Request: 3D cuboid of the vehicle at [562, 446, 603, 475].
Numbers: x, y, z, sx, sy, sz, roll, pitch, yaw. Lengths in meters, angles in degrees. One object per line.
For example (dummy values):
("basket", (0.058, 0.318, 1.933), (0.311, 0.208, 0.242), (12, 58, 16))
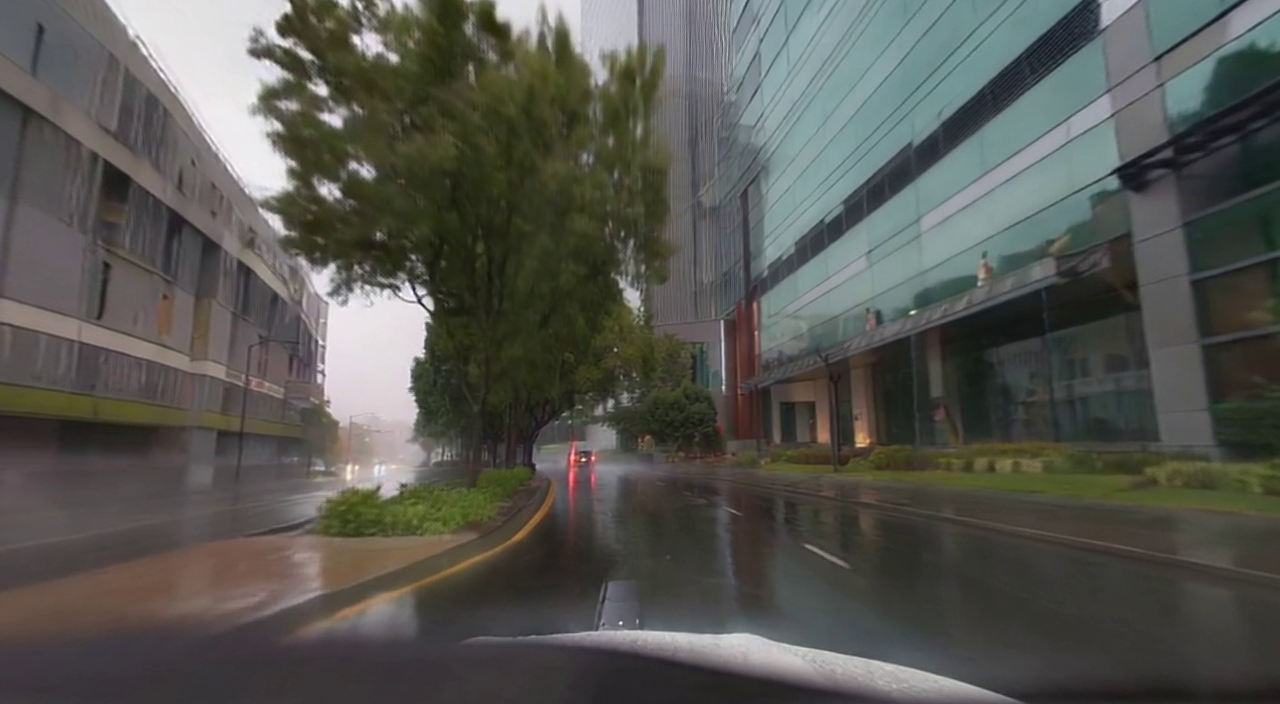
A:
("vehicle", (-3.890, 7.229, 42.118), (2.129, 1.816, 4.851), (2, -9, -12))
